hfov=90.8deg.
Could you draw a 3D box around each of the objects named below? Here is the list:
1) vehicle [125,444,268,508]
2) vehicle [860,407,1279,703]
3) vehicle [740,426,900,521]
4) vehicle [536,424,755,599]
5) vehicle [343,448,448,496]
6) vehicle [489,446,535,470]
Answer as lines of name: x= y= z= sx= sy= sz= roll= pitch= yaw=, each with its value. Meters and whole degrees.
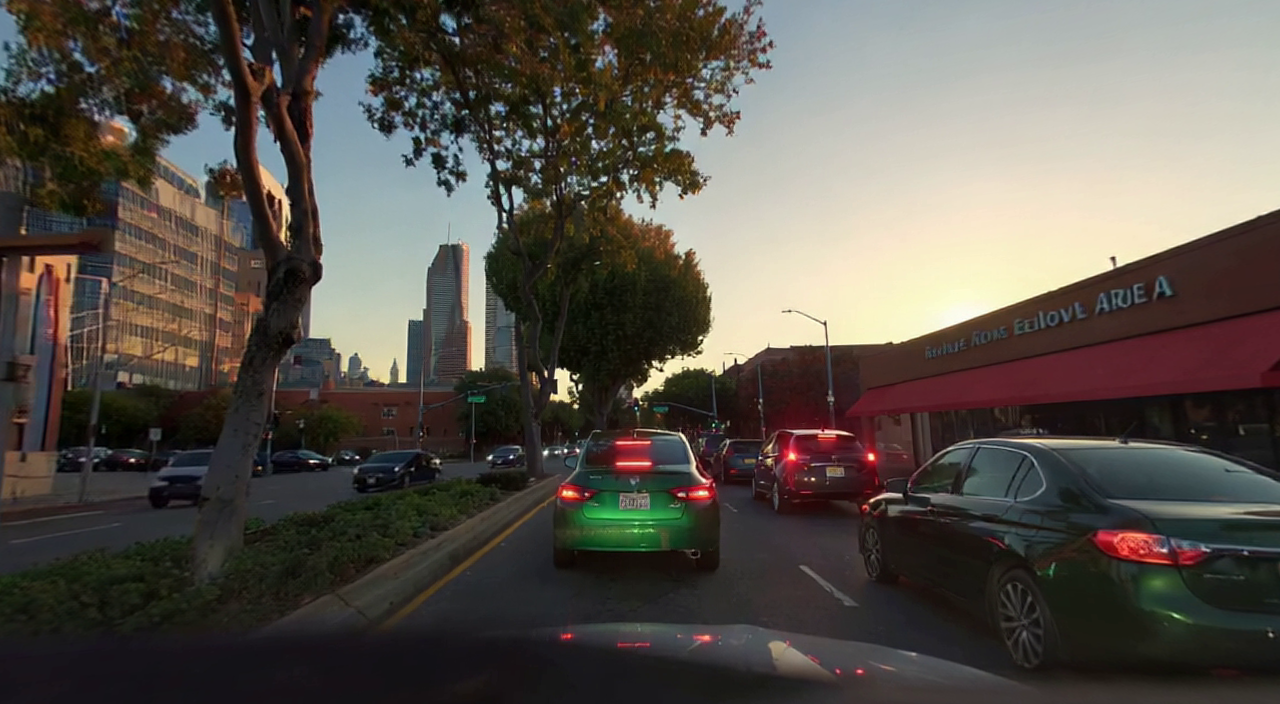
vehicle: x=-13.973 y=3.866 z=20.281 sx=2.072 sy=1.773 sz=4.329 roll=1 pitch=-9 yaw=-11
vehicle: x=3.308 y=1.256 z=4.468 sx=1.988 sy=1.480 sz=4.195 roll=0 pitch=-9 yaw=0
vehicle: x=3.534 y=2.477 z=13.403 sx=2.025 sy=1.660 sz=4.263 roll=0 pitch=-9 yaw=-1
vehicle: x=0.035 y=1.650 z=7.299 sx=1.887 sy=1.487 sz=3.535 roll=0 pitch=-9 yaw=0
vehicle: x=-8.170 y=4.019 z=21.583 sx=1.850 sy=1.417 sz=4.321 roll=0 pitch=-9 yaw=0
vehicle: x=-8.461 y=7.064 z=42.229 sx=2.169 sy=1.477 sz=4.168 roll=0 pitch=-9 yaw=0
